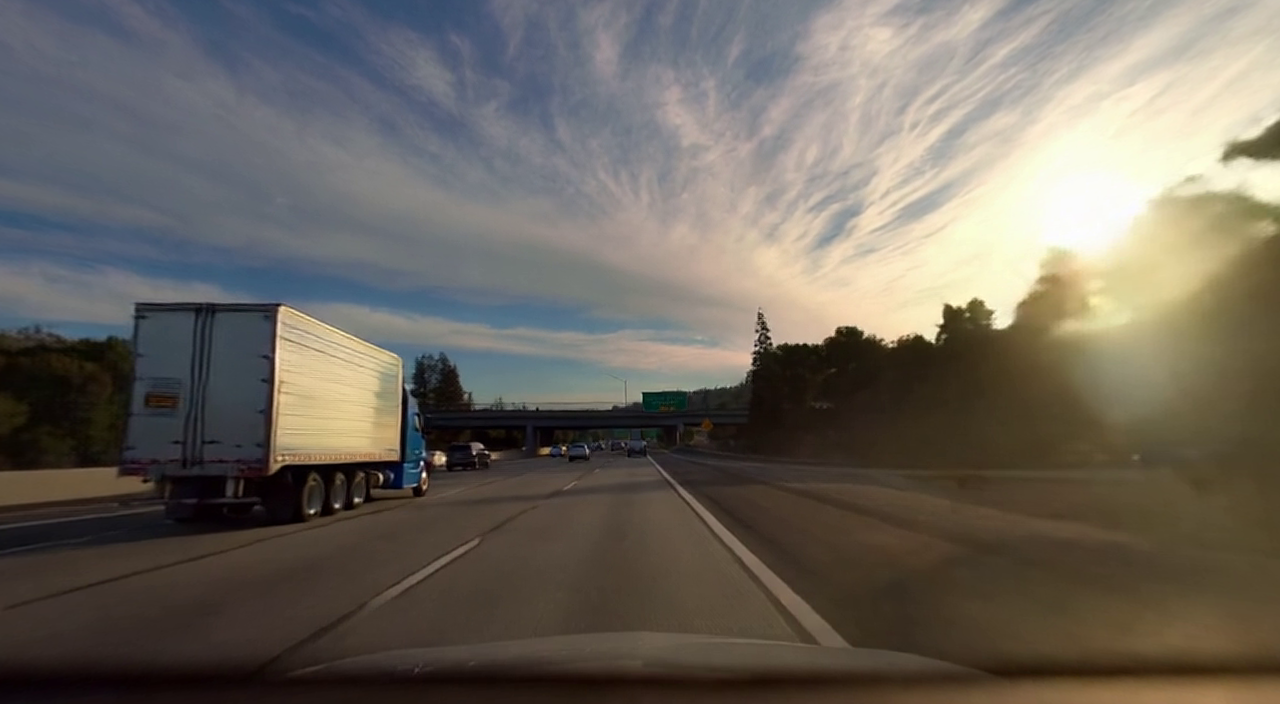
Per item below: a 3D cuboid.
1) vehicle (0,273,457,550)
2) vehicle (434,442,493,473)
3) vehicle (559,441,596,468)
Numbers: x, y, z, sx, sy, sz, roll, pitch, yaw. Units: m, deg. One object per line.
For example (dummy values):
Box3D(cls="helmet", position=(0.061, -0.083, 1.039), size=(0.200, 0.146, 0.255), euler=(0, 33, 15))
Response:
Box3D(cls="vehicle", position=(-7.251, 1.542, 13.938), size=(3.303, 3.868, 10.298), euler=(0, -9, 0))
Box3D(cls="vehicle", position=(-10.904, 6.555, 39.435), size=(2.146, 1.764, 5.510), euler=(0, -9, 0))
Box3D(cls="vehicle", position=(-4.232, 6.996, 43.131), size=(2.094, 1.695, 4.260), euler=(0, -9, 0))
